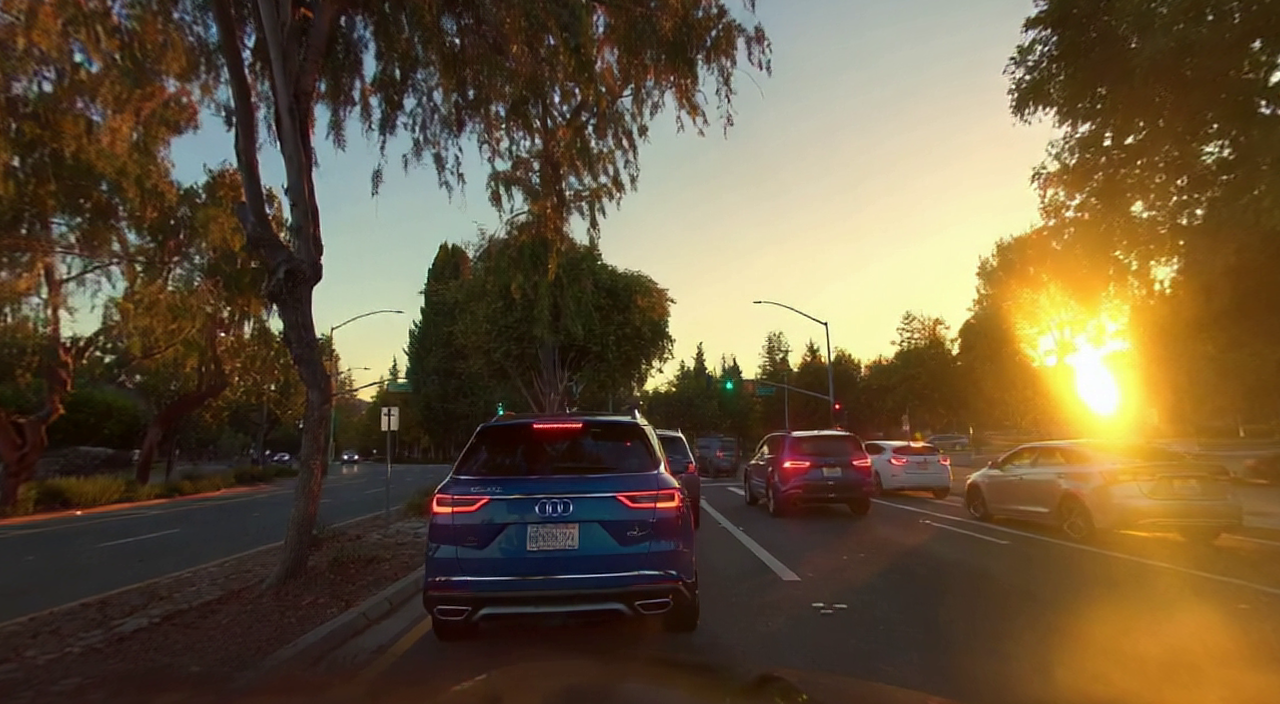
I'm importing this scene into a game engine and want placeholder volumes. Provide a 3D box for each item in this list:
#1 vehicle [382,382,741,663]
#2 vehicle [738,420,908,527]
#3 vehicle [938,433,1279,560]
[{"bbox_3d":[-0.429,1.358,6.090,2.201,1.709,4.271,0,-9,1],"label":"vehicle"},{"bbox_3d":[3.255,2.267,12.303,1.963,1.682,4.407,0,-9,0],"label":"vehicle"},{"bbox_3d":[6.592,2.019,9.646,1.894,1.445,4.565,0,-9,0],"label":"vehicle"}]
